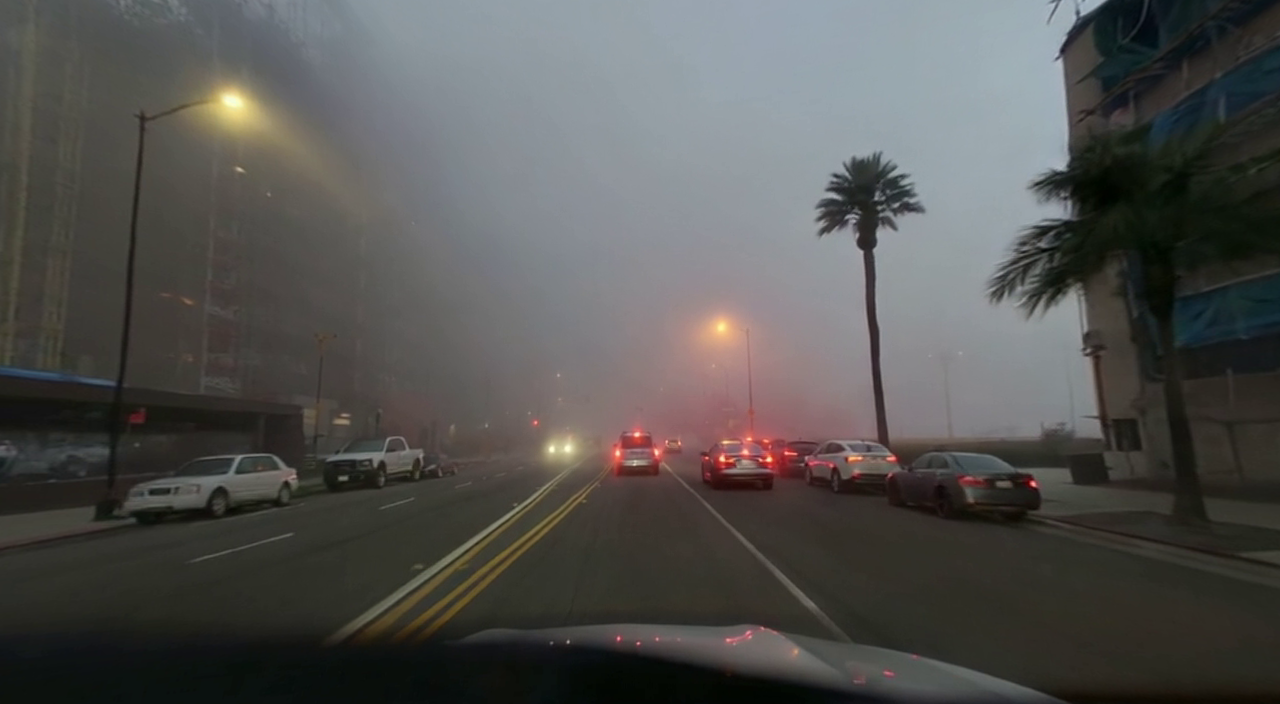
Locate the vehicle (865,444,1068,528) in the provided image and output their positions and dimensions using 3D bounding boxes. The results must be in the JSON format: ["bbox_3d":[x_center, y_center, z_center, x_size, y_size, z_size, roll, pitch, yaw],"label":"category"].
[{"bbox_3d":[6.439,2.646,13.145,1.819,1.435,4.337,0,-8,-1],"label":"vehicle"}]

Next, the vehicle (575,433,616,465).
[{"bbox_3d":[-2.687,5.989,39.105,2.180,1.879,4.452,0,-8,1],"label":"vehicle"}]

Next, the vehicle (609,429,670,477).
[{"bbox_3d":[-0.030,4.130,26.057,2.264,1.798,4.258,0,-8,0],"label":"vehicle"}]

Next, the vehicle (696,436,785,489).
[{"bbox_3d":[3.025,3.425,19.893,1.999,1.487,3.939,0,-8,-2],"label":"vehicle"}]

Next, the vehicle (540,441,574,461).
[{"bbox_3d":[-6.530,7.805,49.982,2.020,1.486,4.363,0,-8,1],"label":"vehicle"}]

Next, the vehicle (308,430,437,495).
[{"bbox_3d":[-10.045,4.260,24.397,2.294,1.948,6.025,-6,-10,0],"label":"vehicle"}]

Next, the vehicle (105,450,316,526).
[{"bbox_3d":[-9.942,3.142,15.225,1.804,1.478,4.734,0,-8,-1],"label":"vehicle"}]

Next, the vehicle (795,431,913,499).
[{"bbox_3d":[6.290,3.349,19.182,1.886,1.792,4.525,0,-8,-1],"label":"vehicle"}]
